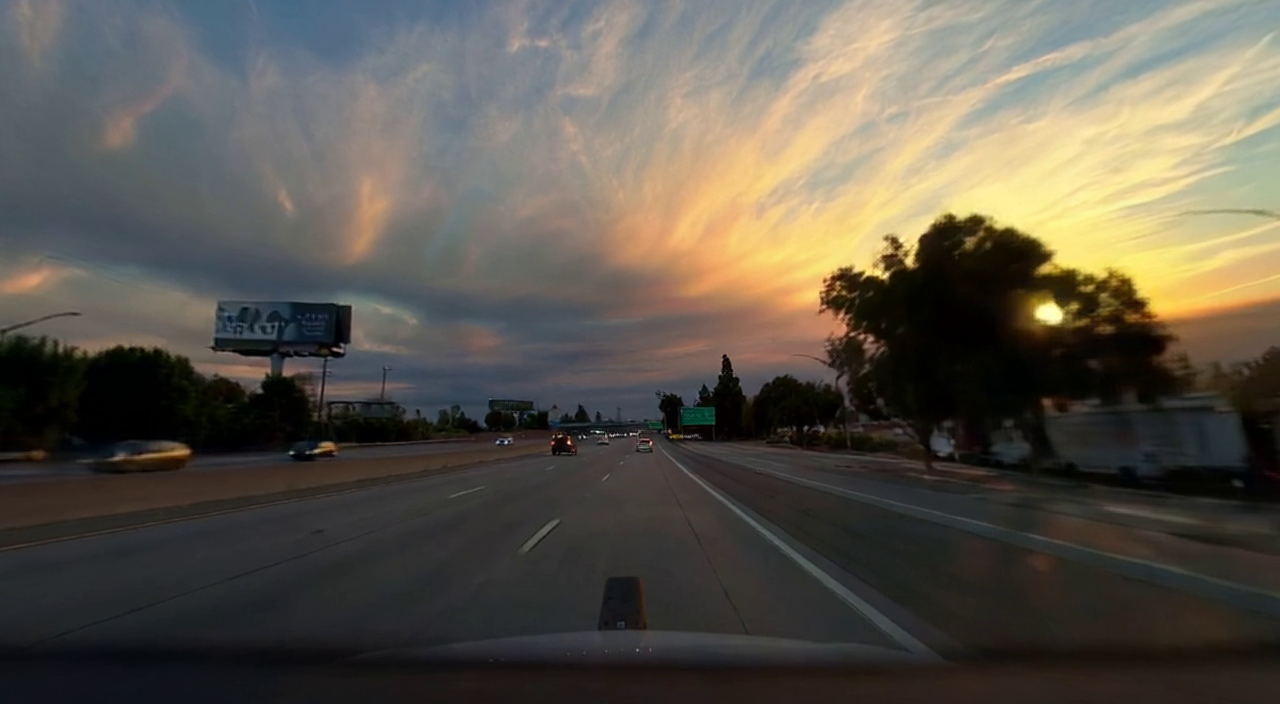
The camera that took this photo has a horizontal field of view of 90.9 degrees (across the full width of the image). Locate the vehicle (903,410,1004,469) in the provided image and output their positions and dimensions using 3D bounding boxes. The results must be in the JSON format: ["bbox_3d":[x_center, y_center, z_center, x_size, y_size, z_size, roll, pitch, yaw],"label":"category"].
[{"bbox_3d":[19.026,5.390,38.725,3.411,3.351,5.369,0,-8,1],"label":"vehicle"}]

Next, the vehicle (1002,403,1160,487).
[{"bbox_3d":[19.232,4.004,28.038,2.420,3.217,5.881,-2,-6,-2],"label":"vehicle"}]

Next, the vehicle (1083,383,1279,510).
[{"bbox_3d":[18.741,3.058,20.490,3.098,3.410,7.172,0,-8,-3],"label":"vehicle"}]
